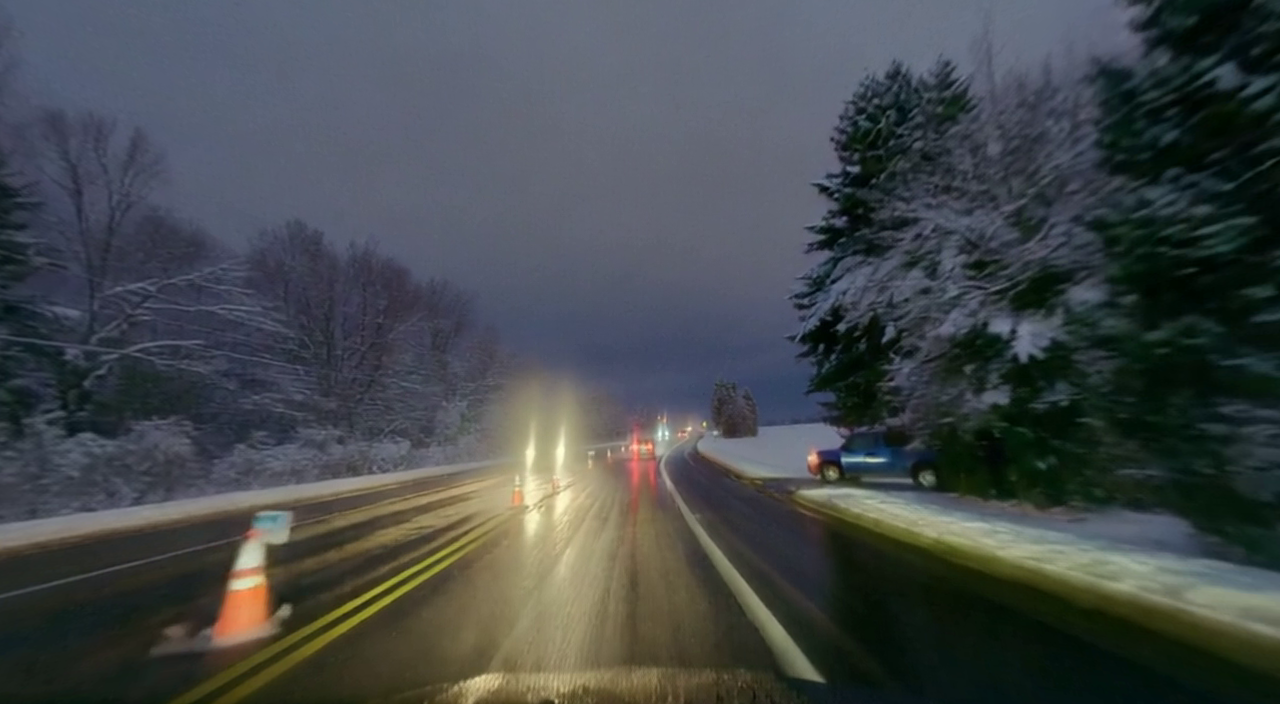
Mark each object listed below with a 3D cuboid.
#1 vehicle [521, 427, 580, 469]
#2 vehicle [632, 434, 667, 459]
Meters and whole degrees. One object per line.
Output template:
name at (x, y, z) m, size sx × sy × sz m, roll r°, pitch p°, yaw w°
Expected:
vehicle at (-4.343, 4.760, 31.253) m, size 2.079 × 1.880 × 4.493 m, roll -1°, pitch -9°, yaw 2°
vehicle at (0.640, 6.108, 40.524) m, size 2.042 × 1.489 × 3.963 m, roll -1°, pitch -9°, yaw 3°
